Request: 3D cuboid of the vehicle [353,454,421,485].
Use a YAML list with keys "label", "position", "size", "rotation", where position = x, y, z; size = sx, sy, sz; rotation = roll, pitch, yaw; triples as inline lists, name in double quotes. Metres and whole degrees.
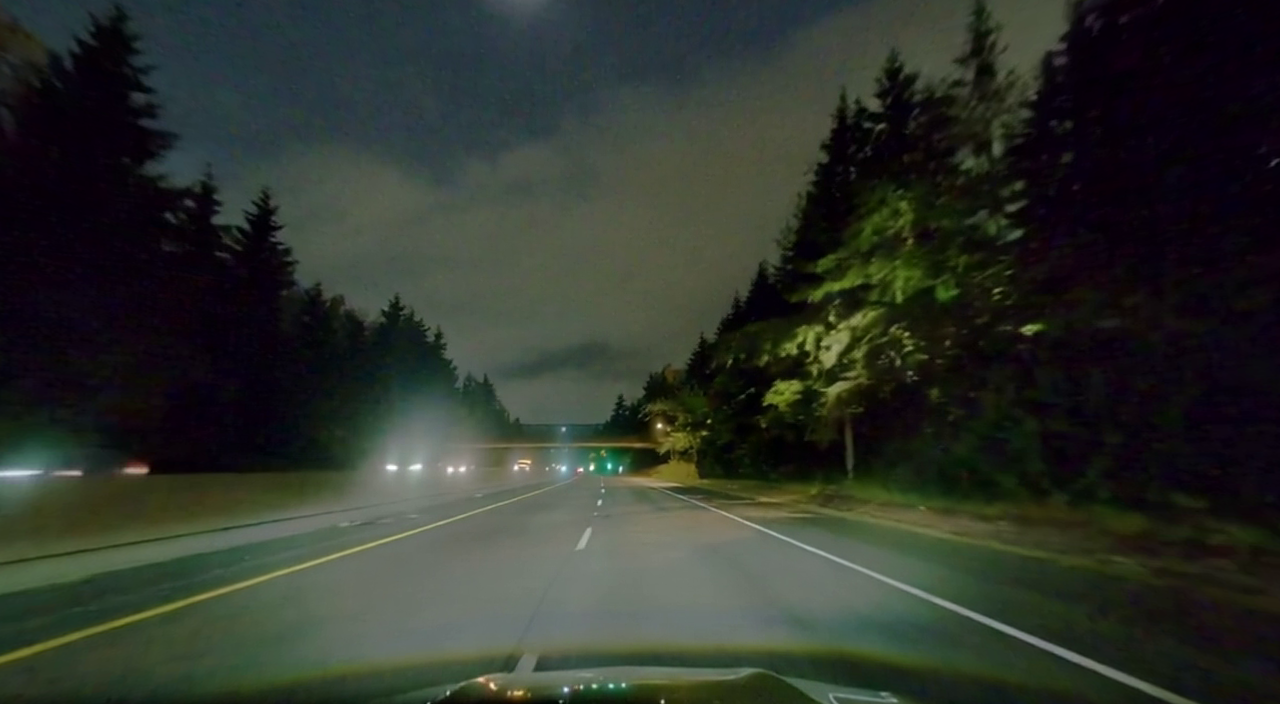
- label: "vehicle"
  position: [-12.557, 5.871, 31.503]
  size: [1.839, 1.411, 4.139]
  rotation: [1, -11, -3]
